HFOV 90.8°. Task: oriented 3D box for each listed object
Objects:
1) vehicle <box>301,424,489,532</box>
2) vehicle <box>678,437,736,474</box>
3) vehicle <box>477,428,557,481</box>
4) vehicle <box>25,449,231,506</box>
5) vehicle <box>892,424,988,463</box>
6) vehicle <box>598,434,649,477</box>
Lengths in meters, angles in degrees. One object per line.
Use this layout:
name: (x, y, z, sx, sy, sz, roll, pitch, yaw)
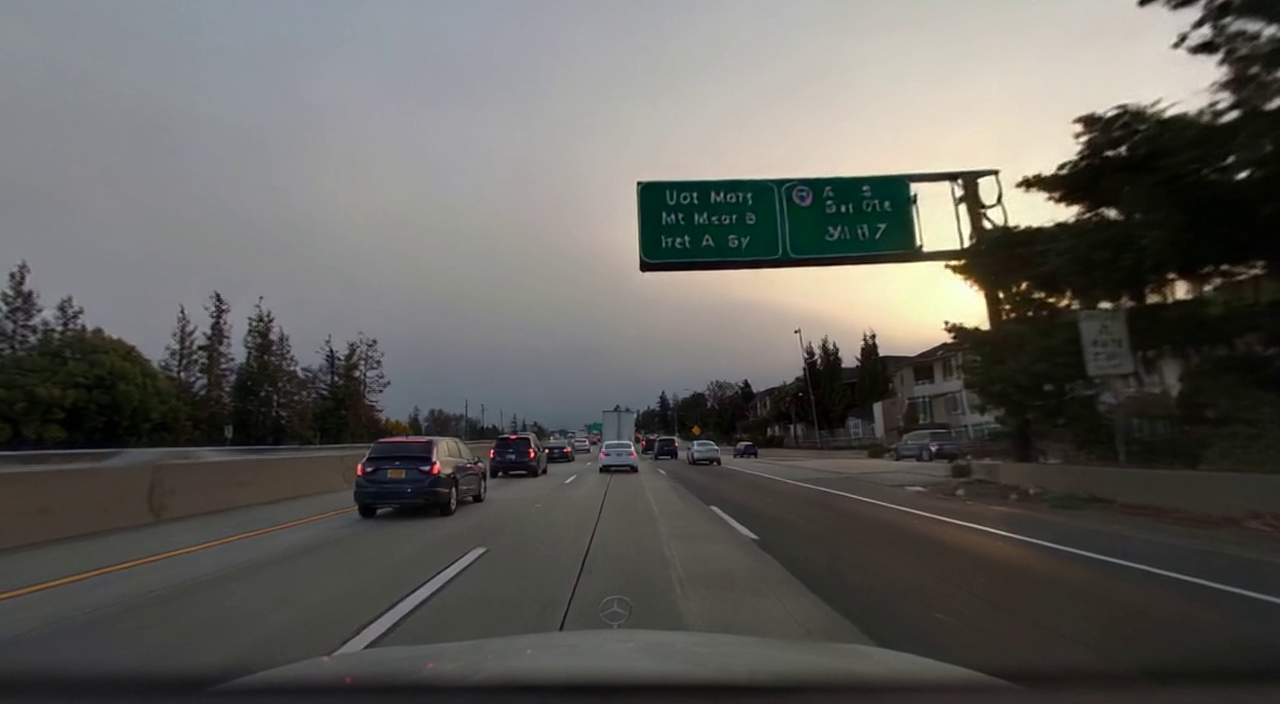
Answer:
vehicle: (-4.324, 2.289, 11.968, 1.988, 1.668, 4.021, 0, -9, -1)
vehicle: (2.952, 4.685, 28.694, 2.027, 1.554, 4.252, 0, -9, -2)
vehicle: (-4.891, 4.192, 26.049, 2.301, 1.944, 5.482, 0, -9, -1)
vehicle: (-14.750, 3.604, 18.701, 2.095, 1.463, 4.841, 0, -9, -1)
vehicle: (14.054, 4.363, 29.932, 2.048, 1.674, 4.106, 1, -9, -9)
vehicle: (-0.720, 4.502, 27.547, 2.063, 1.703, 4.203, 0, -9, -2)
